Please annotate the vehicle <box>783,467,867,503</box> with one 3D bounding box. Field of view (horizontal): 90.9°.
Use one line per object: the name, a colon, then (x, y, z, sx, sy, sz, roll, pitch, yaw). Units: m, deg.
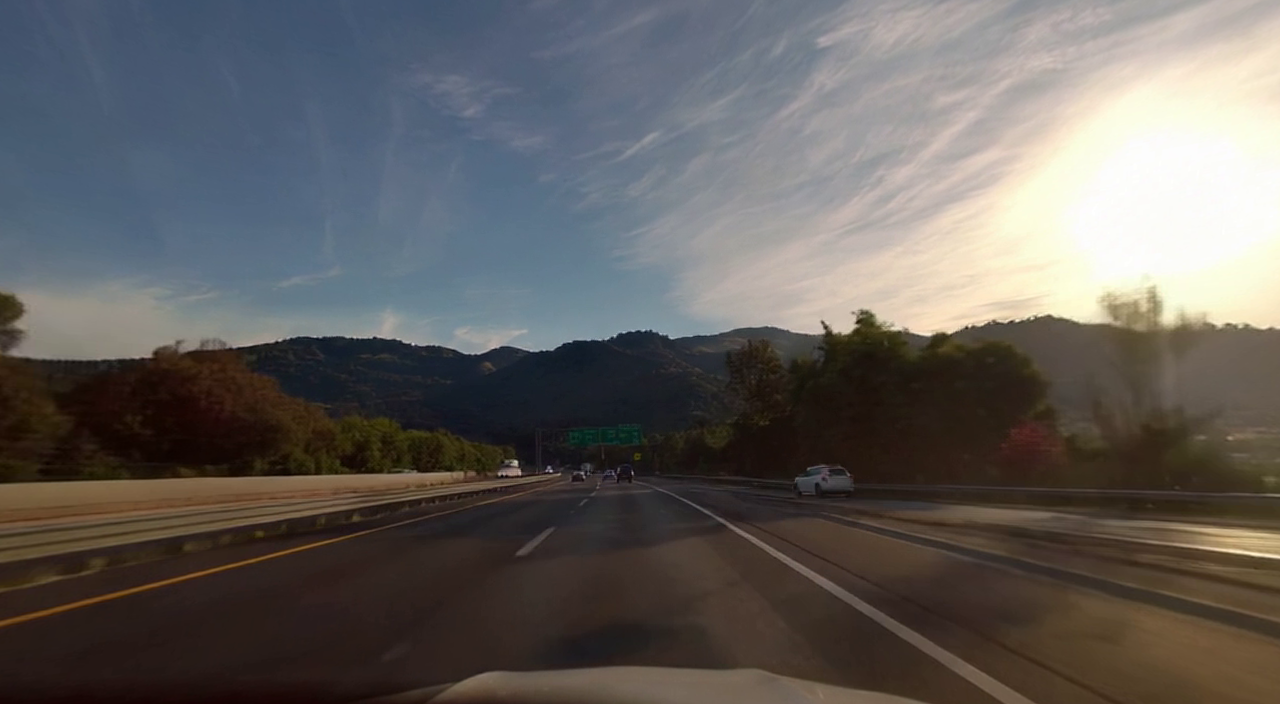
vehicle: (9.637, 6.964, 33.258, 2.089, 1.770, 4.571, 4, -11, -15)
